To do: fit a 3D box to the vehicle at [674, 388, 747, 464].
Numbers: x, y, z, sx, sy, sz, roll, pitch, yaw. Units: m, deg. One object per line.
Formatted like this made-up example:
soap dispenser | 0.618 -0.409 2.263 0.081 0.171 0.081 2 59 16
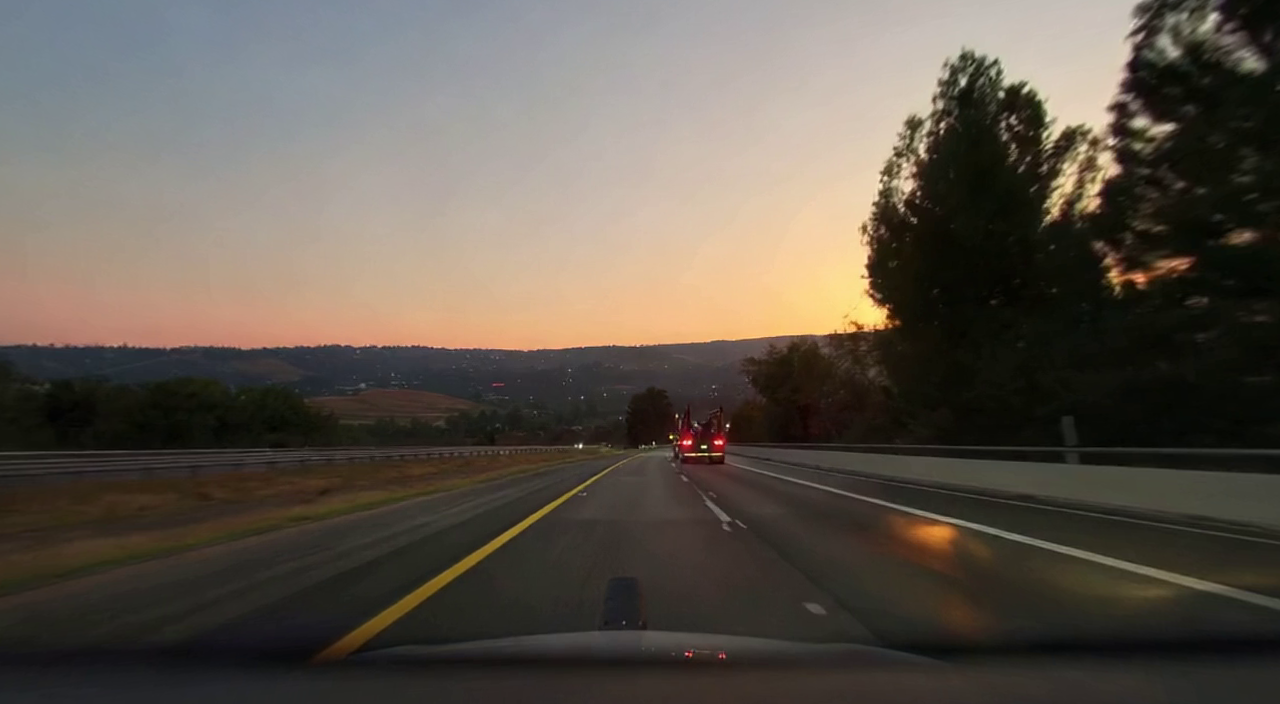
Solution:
vehicle | 3.862 4.351 36.434 3.279 3.956 6.541 0 -9 -1
